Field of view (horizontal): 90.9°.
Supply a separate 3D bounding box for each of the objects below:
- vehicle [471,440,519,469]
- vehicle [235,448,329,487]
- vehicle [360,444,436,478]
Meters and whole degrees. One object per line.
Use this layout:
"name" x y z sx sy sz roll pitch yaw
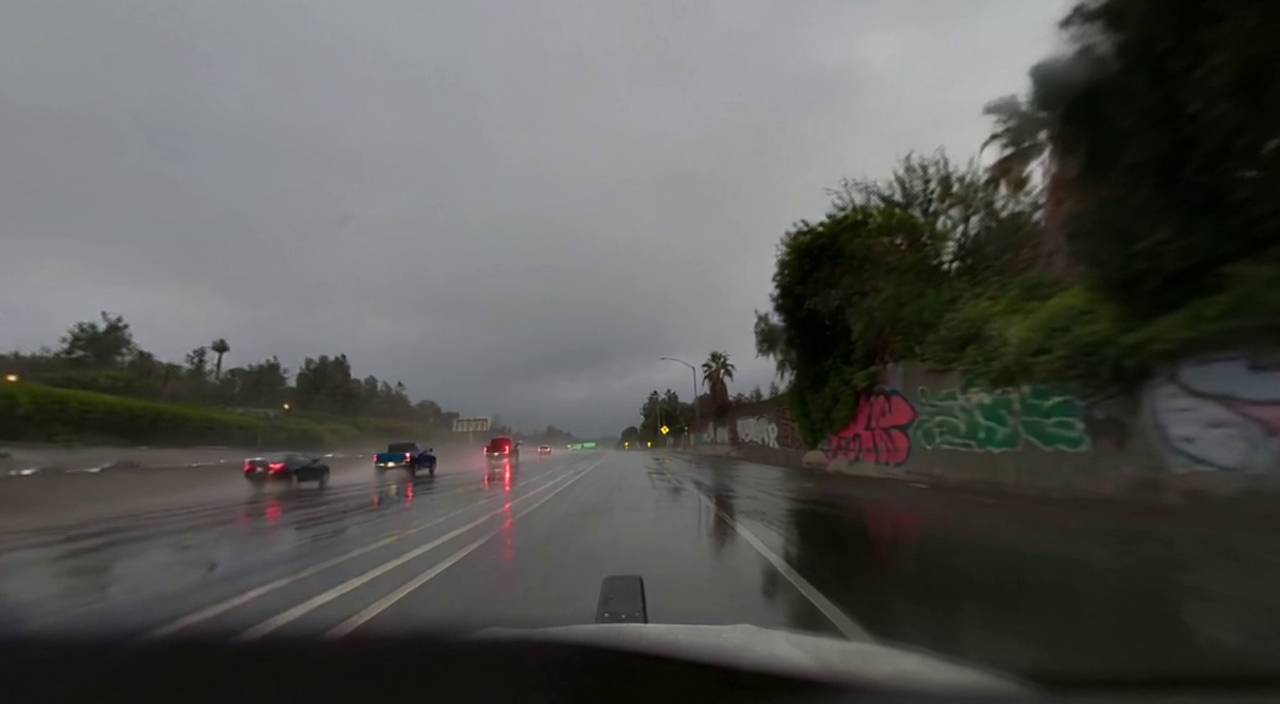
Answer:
"vehicle" -10.859 7.697 47.646 2.342 1.999 5.594 0 -8 -1
"vehicle" -18.323 5.880 32.596 2.078 1.802 4.723 0 -8 0
"vehicle" -14.367 6.472 37.854 2.272 1.882 5.941 0 -8 -1
